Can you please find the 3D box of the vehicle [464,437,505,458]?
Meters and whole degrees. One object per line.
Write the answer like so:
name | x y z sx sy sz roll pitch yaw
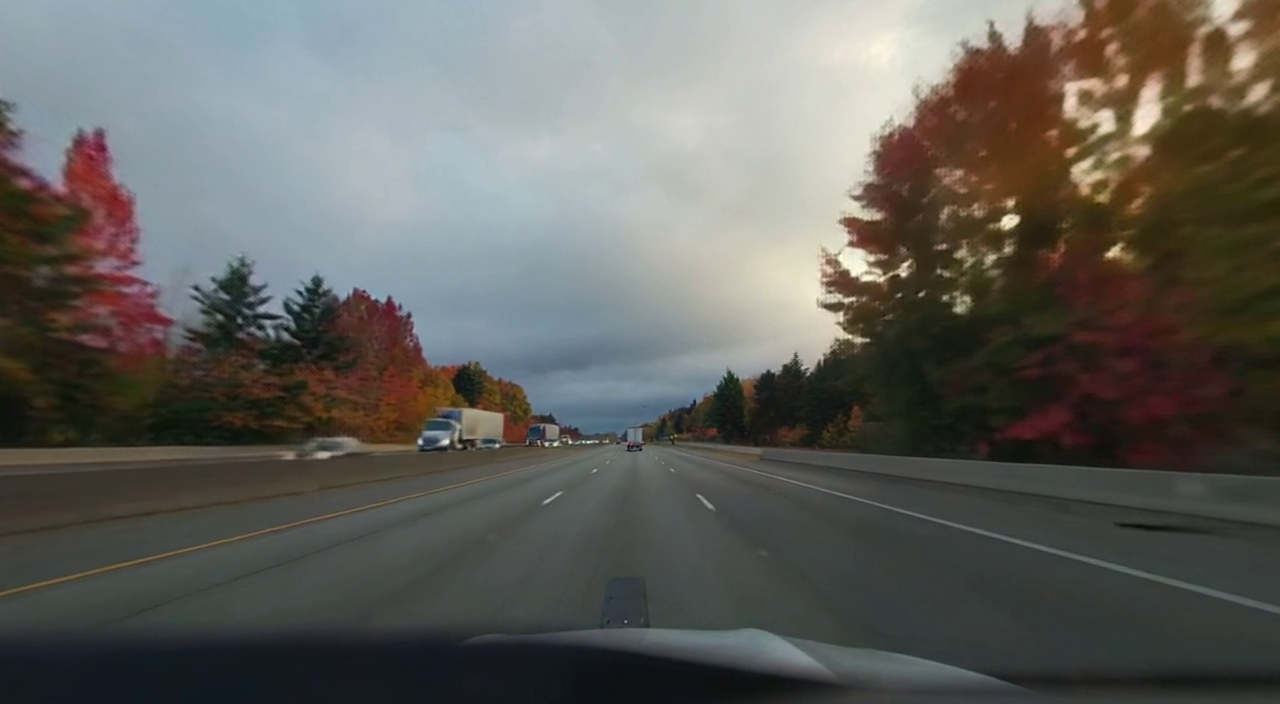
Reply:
vehicle | -11.461 7.060 46.603 1.948 1.519 4.592 0 -8 -1

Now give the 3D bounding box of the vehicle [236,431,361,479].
vehicle | -11.730 3.551 22.008 1.925 1.490 4.372 0 -8 0
